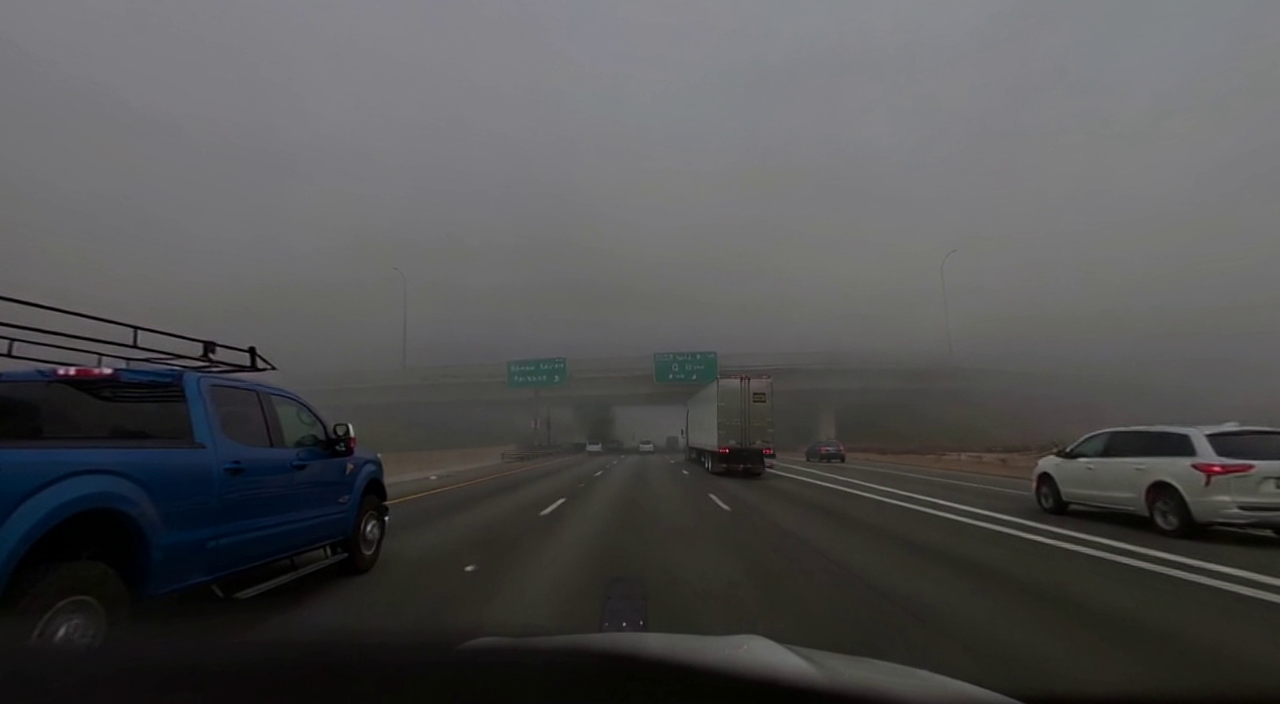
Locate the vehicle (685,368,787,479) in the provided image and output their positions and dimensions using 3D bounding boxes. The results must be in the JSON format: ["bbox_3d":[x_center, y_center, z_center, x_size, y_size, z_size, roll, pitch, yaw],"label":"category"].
[{"bbox_3d":[3.967,3.557,29.595,2.885,4.036,12.891,0,-8,0],"label":"vehicle"}]

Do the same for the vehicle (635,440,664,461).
[{"bbox_3d":[0.654,7.369,47.306,2.092,1.446,4.092,0,-8,0],"label":"vehicle"}]

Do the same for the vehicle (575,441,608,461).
[{"bbox_3d":[-3.517,7.264,46.385,2.077,1.446,4.106,0,-8,0],"label":"vehicle"}]

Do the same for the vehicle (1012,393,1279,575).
[{"bbox_3d":[7.050,1.526,7.844,1.999,1.700,4.640,0,-8,0],"label":"vehicle"}]

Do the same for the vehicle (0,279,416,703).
[{"bbox_3d":[-3.975,0.974,4.244,2.599,2.054,6.288,0,-8,0],"label":"vehicle"}]
